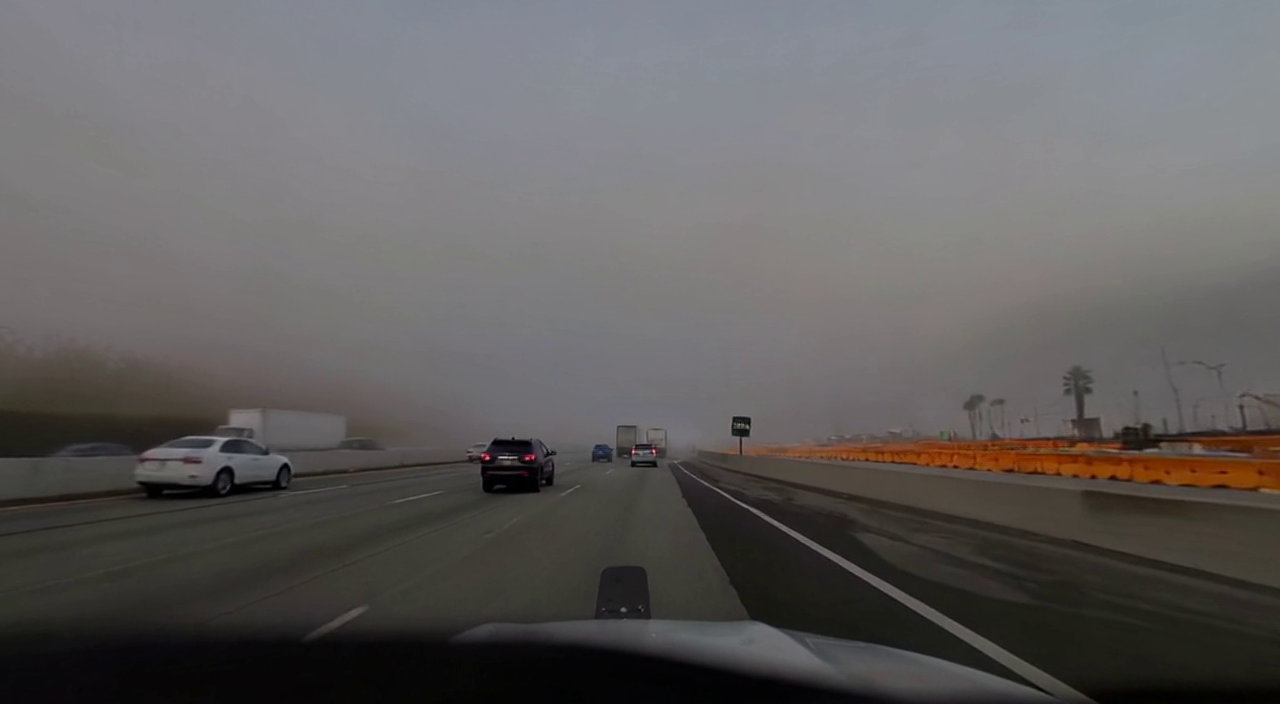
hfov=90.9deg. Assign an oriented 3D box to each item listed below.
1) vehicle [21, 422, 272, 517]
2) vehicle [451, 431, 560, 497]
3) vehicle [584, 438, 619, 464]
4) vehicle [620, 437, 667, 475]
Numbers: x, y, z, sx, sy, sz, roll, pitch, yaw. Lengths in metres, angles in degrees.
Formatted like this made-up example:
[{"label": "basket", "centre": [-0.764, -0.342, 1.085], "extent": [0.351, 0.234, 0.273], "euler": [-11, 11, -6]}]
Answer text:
[{"label": "vehicle", "centre": [-10.945, 2.619, 14.588], "extent": [2.007, 1.815, 4.558], "euler": [0, -8, 2]}, {"label": "vehicle", "centre": [-3.861, 3.301, 19.012], "extent": [2.108, 1.740, 4.549], "euler": [-1, -8, 2]}, {"label": "vehicle", "centre": [-2.949, 7.740, 49.463], "extent": [2.203, 1.958, 4.848], "euler": [-1, -8, 3]}, {"label": "vehicle", "centre": [0.206, 5.044, 30.787], "extent": [2.136, 1.678, 4.052], "euler": [0, -8, 2]}]
